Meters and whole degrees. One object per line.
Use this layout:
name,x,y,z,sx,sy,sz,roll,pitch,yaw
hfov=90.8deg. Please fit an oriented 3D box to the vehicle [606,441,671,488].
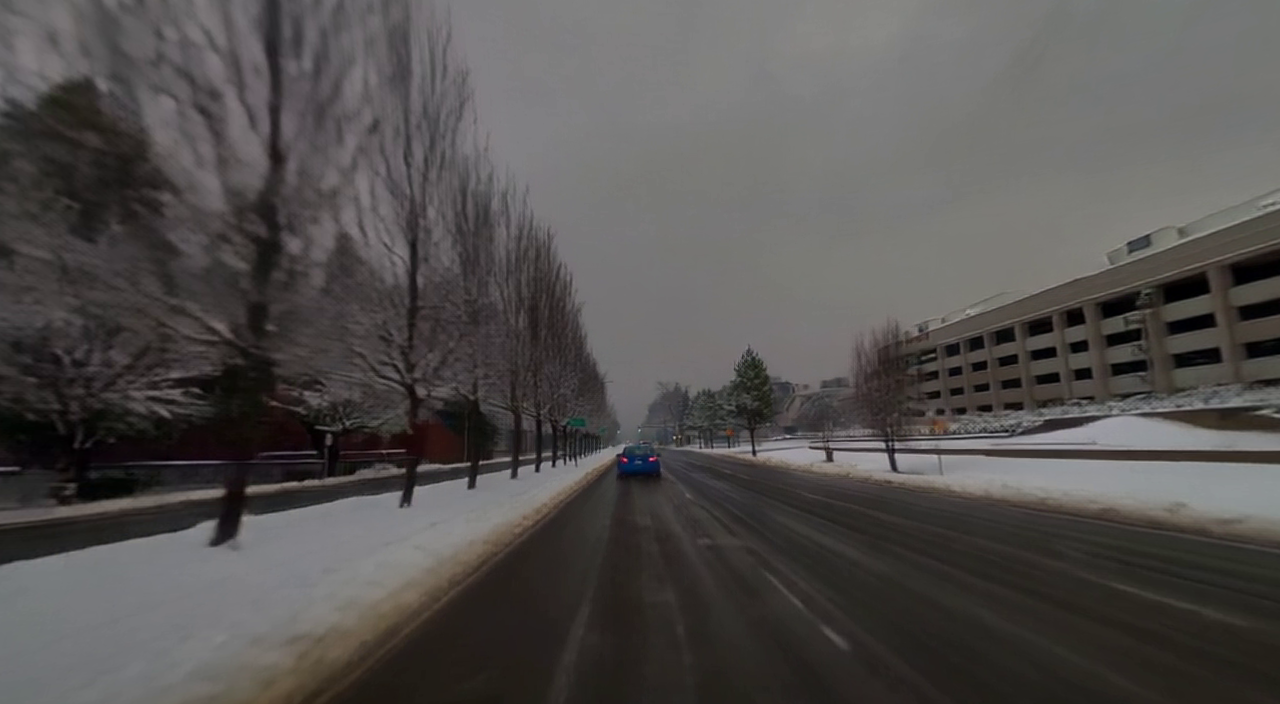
vehicle,-0.078,3.915,22.371,2.042,1.479,4.601,0,-8,-1
